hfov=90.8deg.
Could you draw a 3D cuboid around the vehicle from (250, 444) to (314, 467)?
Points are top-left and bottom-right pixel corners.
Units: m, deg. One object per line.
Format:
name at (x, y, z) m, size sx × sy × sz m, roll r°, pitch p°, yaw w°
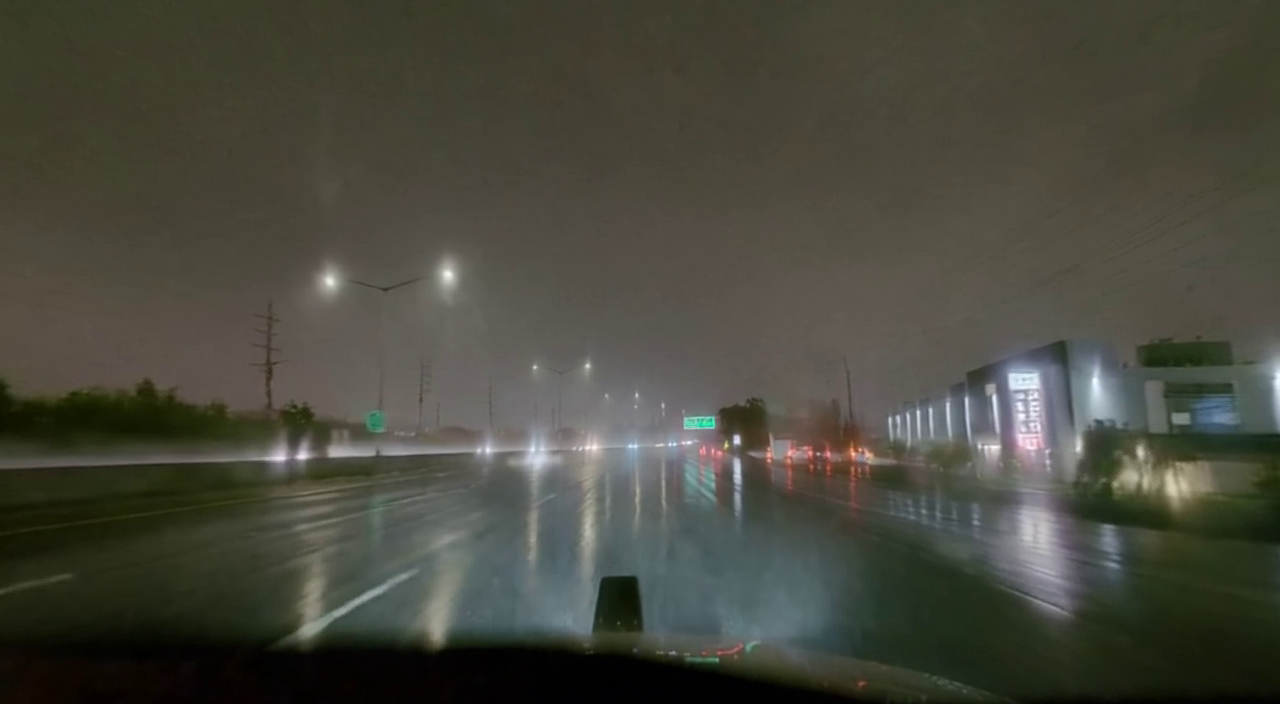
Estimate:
vehicle at (-27.381, 7.885, 48.491) m, size 2.034 × 1.642 × 4.759 m, roll 0°, pitch -8°, yaw 2°
